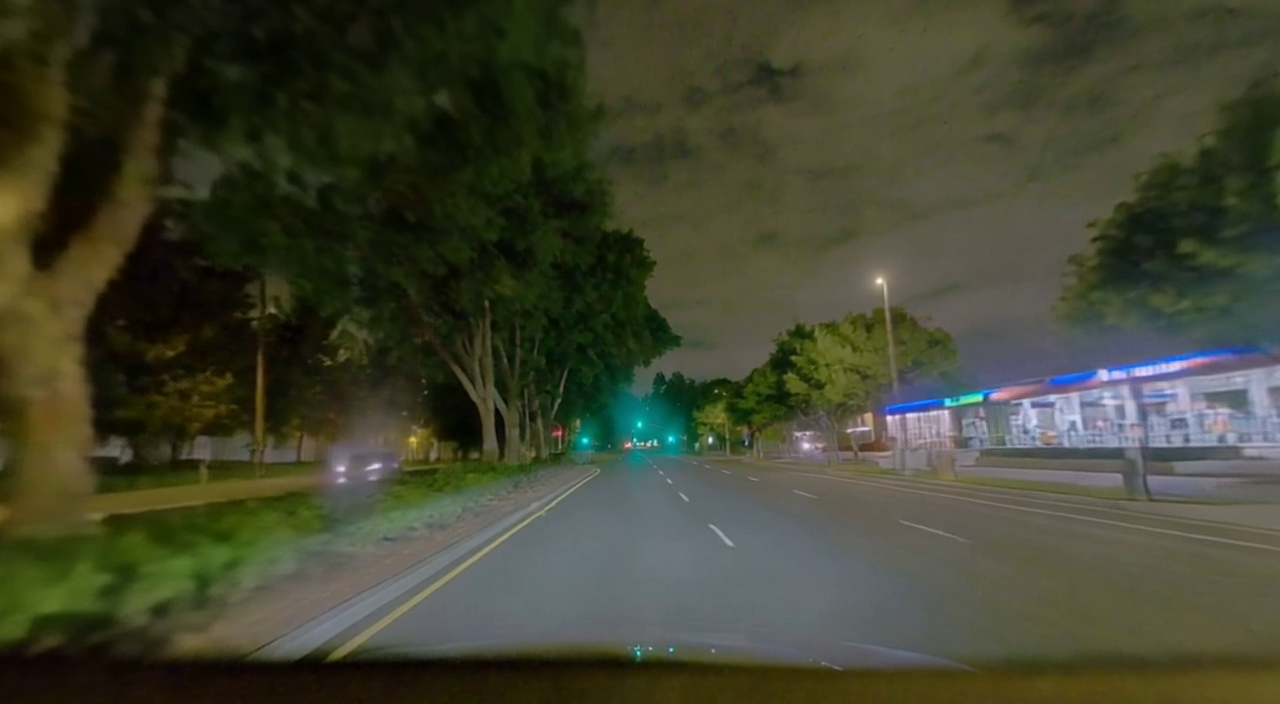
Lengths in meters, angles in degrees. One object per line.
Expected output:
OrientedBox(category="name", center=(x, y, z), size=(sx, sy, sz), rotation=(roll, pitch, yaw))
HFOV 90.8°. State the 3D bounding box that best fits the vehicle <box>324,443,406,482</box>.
OrientedBox(category="vehicle", center=(-12.328, 4.942, 28.599), size=(1.861, 1.616, 4.077), rotation=(0, -9, 0))
